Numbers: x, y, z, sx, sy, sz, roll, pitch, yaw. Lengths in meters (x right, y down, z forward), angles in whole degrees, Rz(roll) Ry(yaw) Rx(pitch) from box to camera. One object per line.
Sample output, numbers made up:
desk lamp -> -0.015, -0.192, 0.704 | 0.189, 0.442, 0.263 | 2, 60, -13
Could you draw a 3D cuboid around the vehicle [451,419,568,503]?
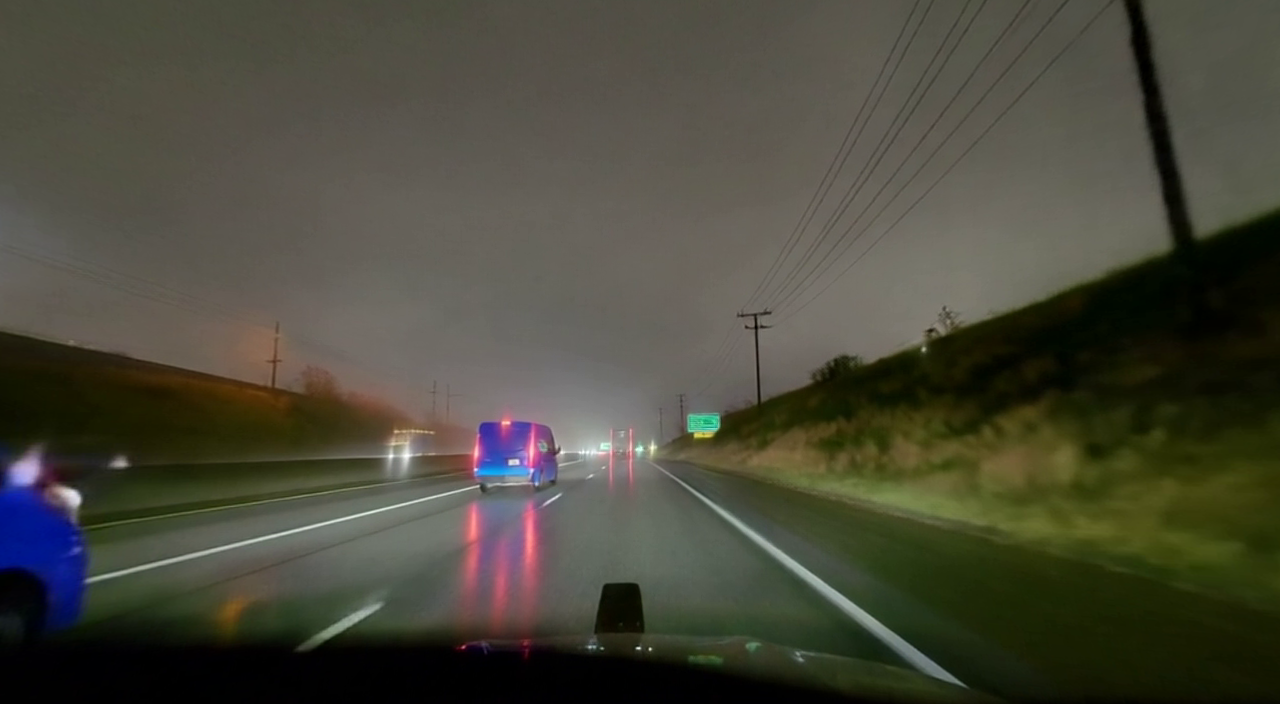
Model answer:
vehicle -> -3.448, 3.041, 17.864 | 2.197, 2.011, 5.130 | 0, -9, 0
